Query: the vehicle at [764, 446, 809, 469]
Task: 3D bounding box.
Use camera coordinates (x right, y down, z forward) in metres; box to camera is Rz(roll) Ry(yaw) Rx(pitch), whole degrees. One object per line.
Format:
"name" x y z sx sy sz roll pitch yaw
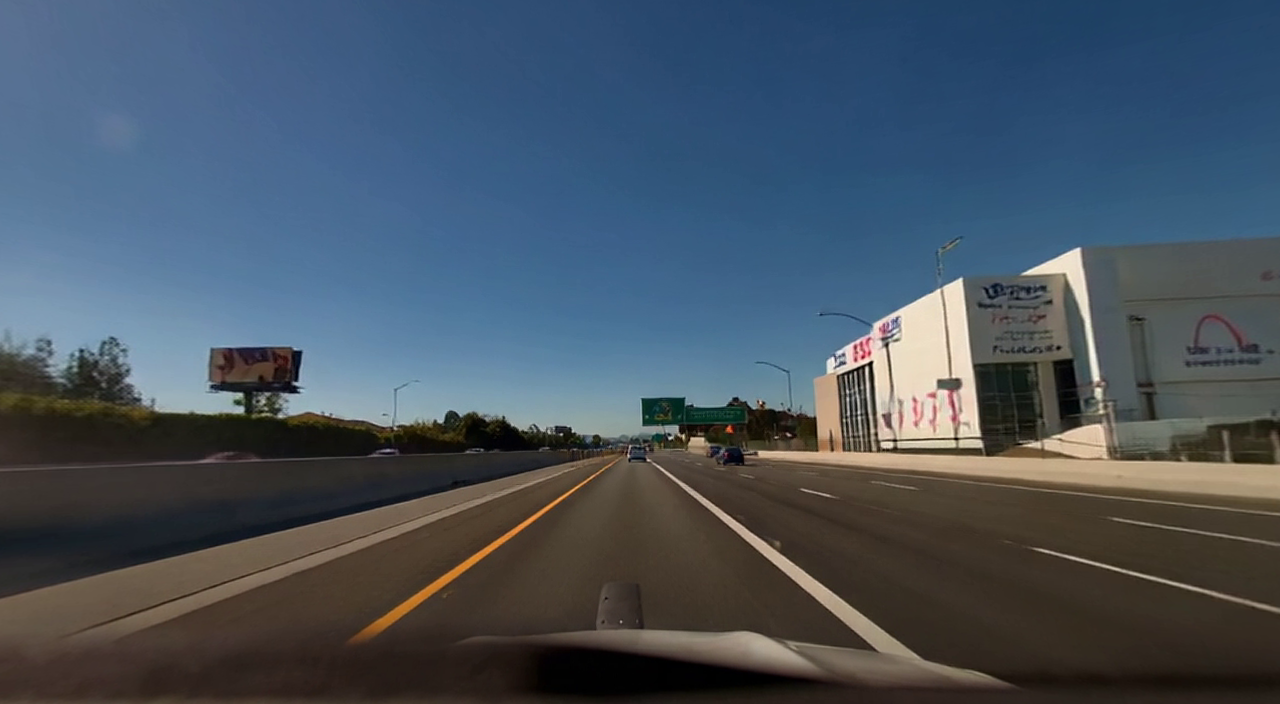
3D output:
"vehicle" 10.152 7.333 44.094 1.953 1.473 4.512 0 -8 -2

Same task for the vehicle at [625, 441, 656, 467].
"vehicle" -0.031 7.518 46.548 2.154 1.786 5.045 0 -8 -2

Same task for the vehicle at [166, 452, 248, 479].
"vehicle" -25.483 6.680 37.413 1.735 1.385 4.495 0 -8 -1

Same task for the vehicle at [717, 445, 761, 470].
"vehicle" 6.284 6.751 40.529 1.976 1.477 4.448 0 -9 -2
